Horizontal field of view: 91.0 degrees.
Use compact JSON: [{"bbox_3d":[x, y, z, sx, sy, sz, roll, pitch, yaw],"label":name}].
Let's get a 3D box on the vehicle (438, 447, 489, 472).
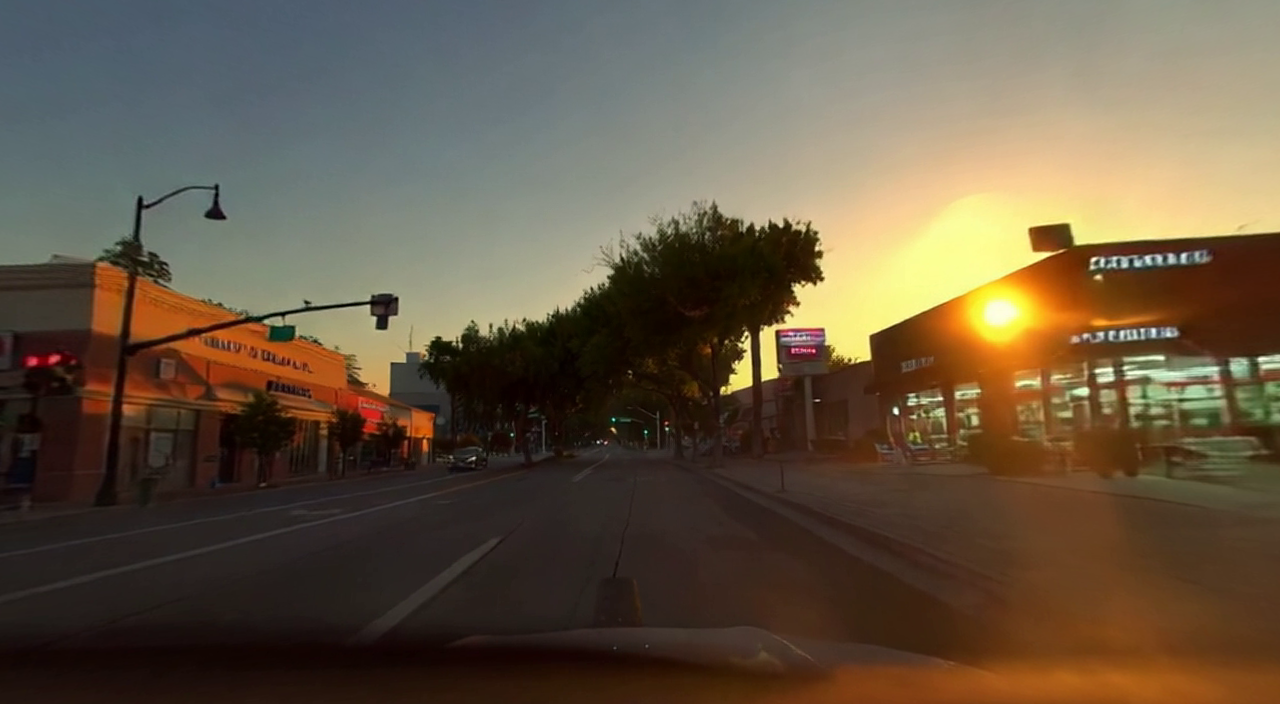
[{"bbox_3d":[-11.444,6.977,41.171,1.889,1.499,4.541,0,-9,1],"label":"vehicle"}]
